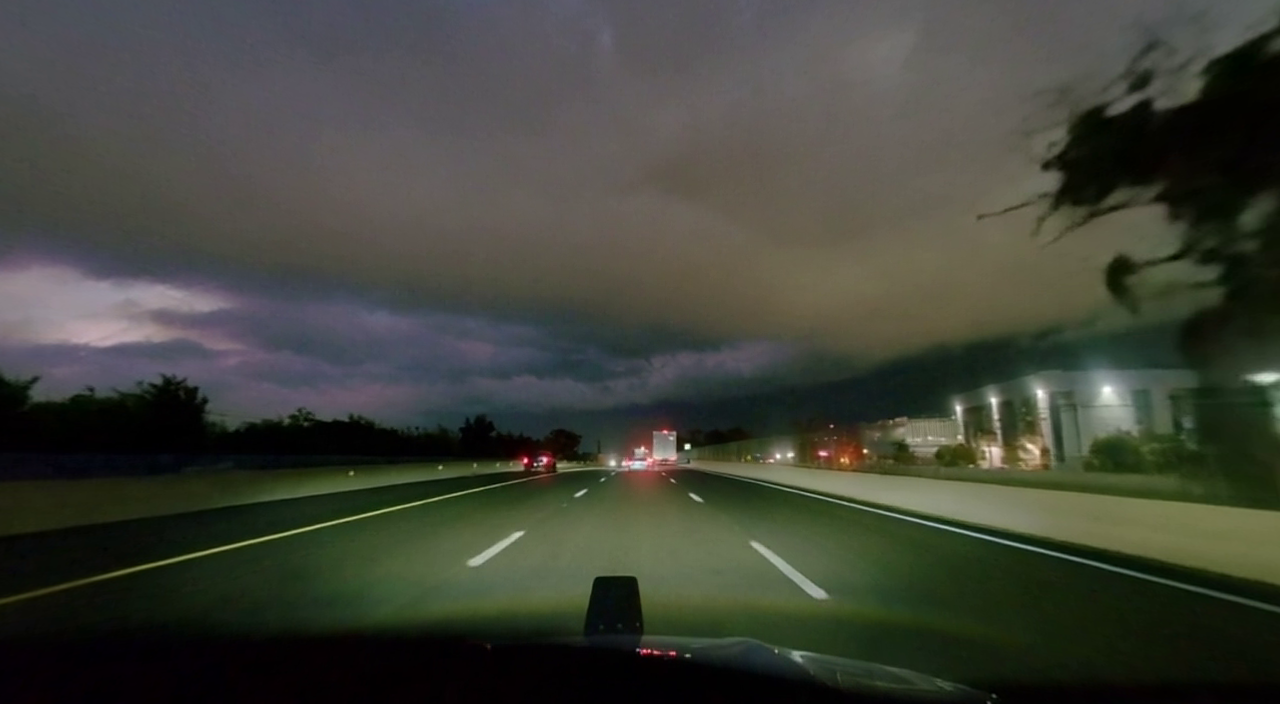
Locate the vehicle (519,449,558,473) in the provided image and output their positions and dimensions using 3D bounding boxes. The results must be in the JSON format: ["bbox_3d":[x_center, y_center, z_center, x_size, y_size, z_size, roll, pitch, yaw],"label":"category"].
[{"bbox_3d":[-7.447,8.078,46.884,2.123,1.671,4.579,-1,-9,1],"label":"vehicle"}]

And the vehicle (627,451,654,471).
[{"bbox_3d":[0.003,8.617,49.836,2.033,1.465,3.775,0,-9,0],"label":"vehicle"}]

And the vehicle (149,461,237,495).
[{"bbox_3d":[-20.324,5.700,28.871,1.636,1.361,3.409,0,-9,-3],"label":"vehicle"}]
